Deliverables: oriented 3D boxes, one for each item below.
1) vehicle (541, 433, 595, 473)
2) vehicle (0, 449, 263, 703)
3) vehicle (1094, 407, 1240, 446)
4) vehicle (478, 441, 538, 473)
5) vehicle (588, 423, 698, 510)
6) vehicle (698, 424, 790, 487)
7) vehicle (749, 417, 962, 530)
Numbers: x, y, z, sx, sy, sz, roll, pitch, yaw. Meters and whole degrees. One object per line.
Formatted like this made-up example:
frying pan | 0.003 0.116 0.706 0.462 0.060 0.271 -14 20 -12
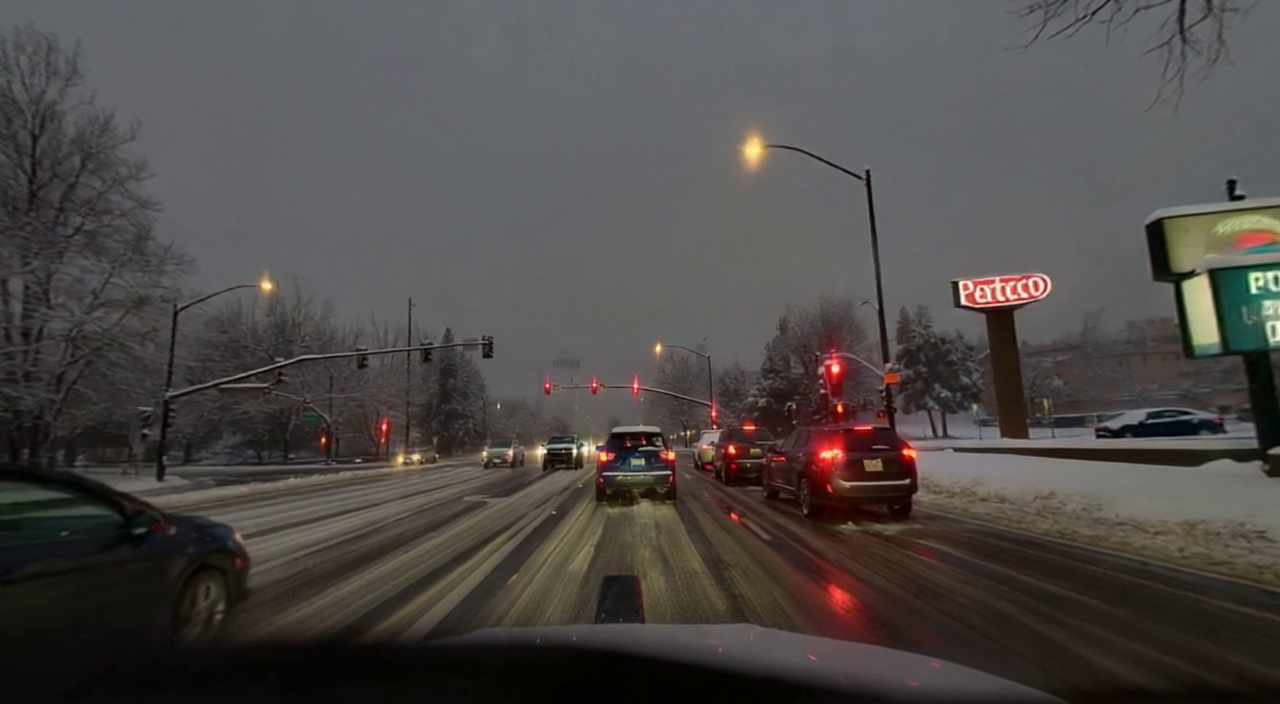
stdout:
vehicle | -3.406 4.889 30.808 2.106 1.778 4.444 0 -9 0
vehicle | -3.527 1.005 2.128 1.980 1.321 4.113 0 -9 0
vehicle | 24.032 3.442 28.948 4.854 1.712 2.017 0 -9 -1
vehicle | -6.473 5.210 31.507 1.954 1.473 4.350 0 -9 1
vehicle | -0.025 2.537 14.404 2.146 1.685 4.003 0 -9 -2
vehicle | 3.257 3.382 20.889 2.144 1.802 4.609 0 -9 -1
vehicle | 3.614 2.150 11.728 2.198 1.660 4.512 0 -9 -2
